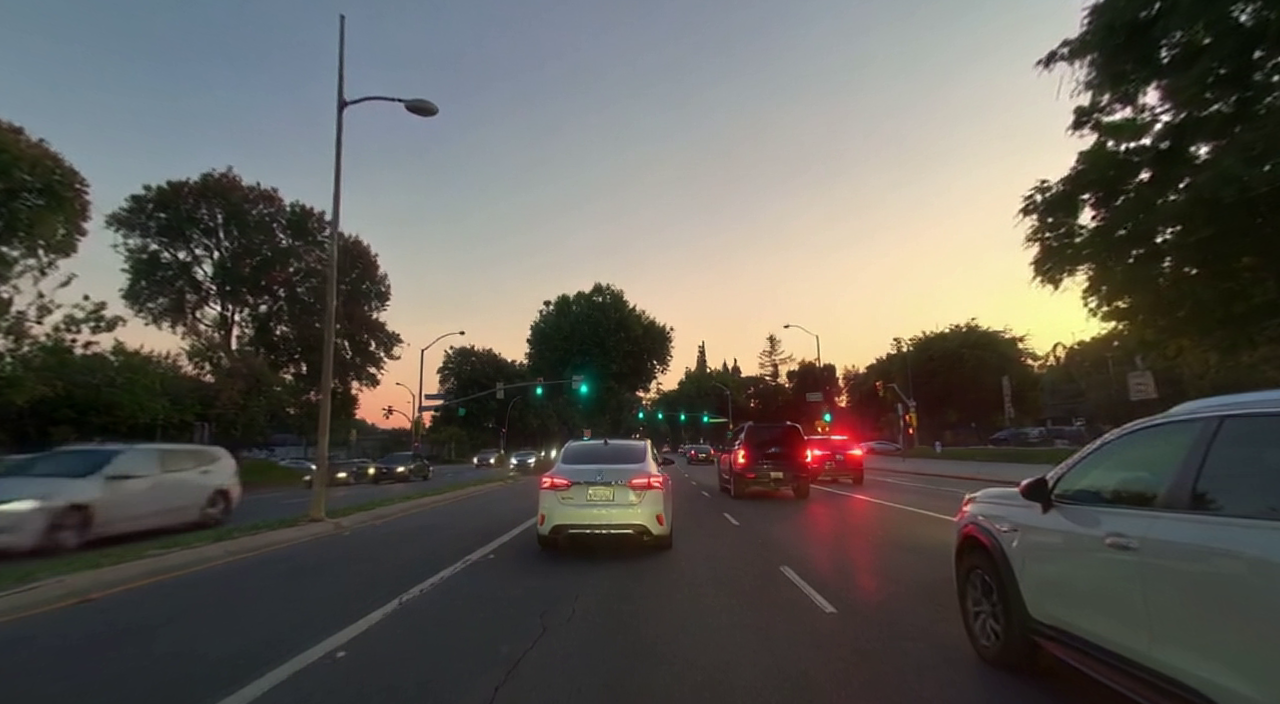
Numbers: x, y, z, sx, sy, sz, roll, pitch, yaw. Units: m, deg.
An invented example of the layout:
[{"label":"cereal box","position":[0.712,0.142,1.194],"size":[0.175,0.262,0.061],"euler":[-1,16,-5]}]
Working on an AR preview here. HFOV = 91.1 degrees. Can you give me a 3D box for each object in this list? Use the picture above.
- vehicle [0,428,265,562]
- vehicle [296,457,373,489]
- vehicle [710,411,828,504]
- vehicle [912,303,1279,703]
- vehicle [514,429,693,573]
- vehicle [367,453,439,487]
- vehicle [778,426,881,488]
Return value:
[{"label":"vehicle","position":[-9.483,2.481,11.753],"size":[1.979,1.987,4.542],"euler":[0,-9,1]},{"label":"vehicle","position":[-16.101,6.359,33.321],"size":[1.853,1.485,4.221],"euler":[0,-8,1]},{"label":"vehicle","position":[3.802,3.254,19.818],"size":[2.516,2.481,5.766],"euler":[0,-8,0]},{"label":"vehicle","position":[3.257,0.936,2.977],"size":[1.982,1.960,4.427],"euler":[0,-8,1]},{"label":"vehicle","position":[-0.405,2.066,9.503],"size":[2.111,1.676,4.018],"euler":[0,-8,1]},{"label":"vehicle","position":[-12.316,6.138,32.972],"size":[1.926,1.598,4.509],"euler":[0,-9,2]},{"label":"vehicle","position":[7.497,4.230,25.604],"size":[2.627,2.252,5.236],"euler":[0,-8,1]}]
